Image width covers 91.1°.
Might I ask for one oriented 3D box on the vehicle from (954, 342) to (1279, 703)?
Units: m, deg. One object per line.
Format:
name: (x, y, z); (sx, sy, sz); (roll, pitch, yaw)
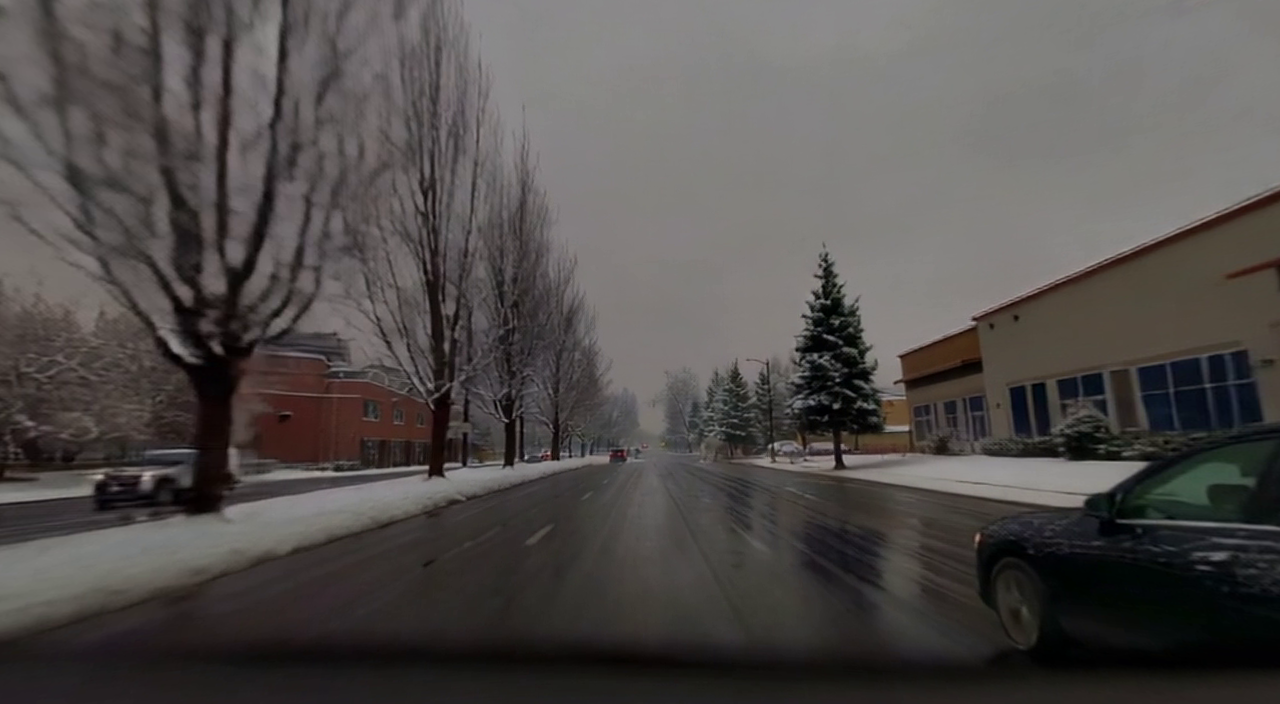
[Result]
vehicle: (3.238, 0.809, 2.069); (2.090, 1.685, 4.436); (0, -9, 0)

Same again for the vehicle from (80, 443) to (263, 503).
vehicle: (-17.058, 4.393, 23.448); (2.193, 1.936, 5.819); (0, -9, 2)
